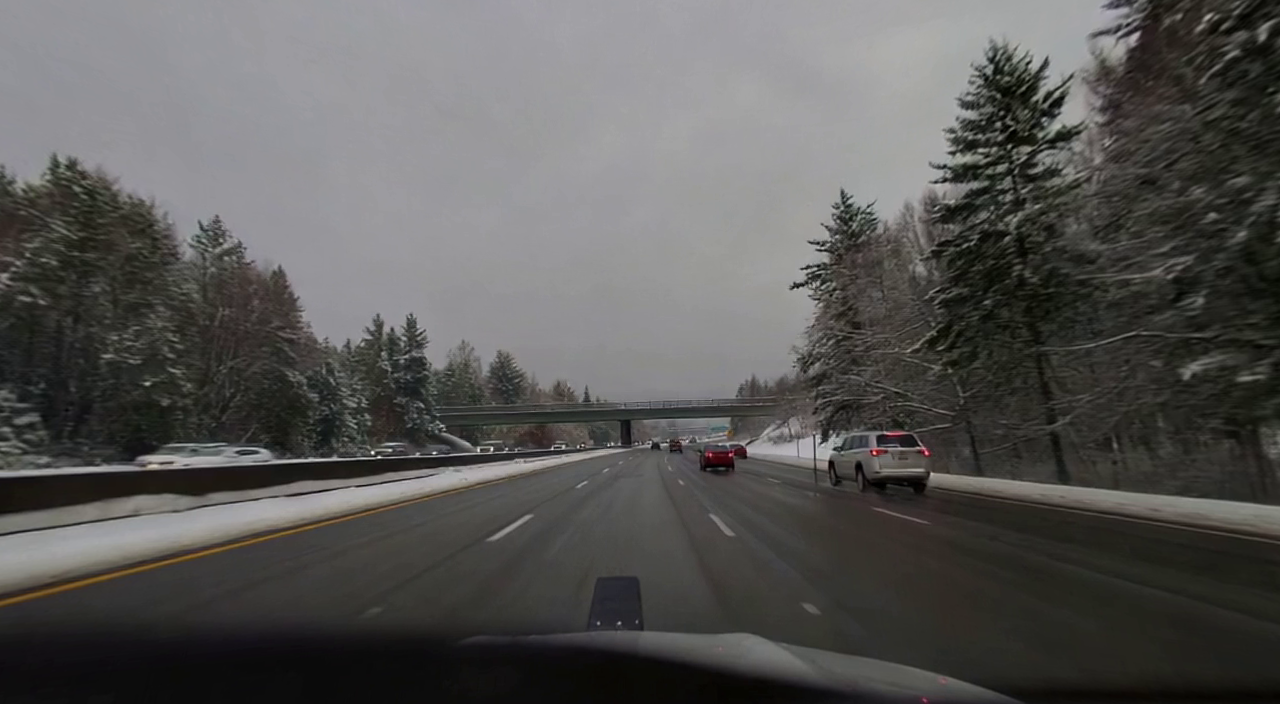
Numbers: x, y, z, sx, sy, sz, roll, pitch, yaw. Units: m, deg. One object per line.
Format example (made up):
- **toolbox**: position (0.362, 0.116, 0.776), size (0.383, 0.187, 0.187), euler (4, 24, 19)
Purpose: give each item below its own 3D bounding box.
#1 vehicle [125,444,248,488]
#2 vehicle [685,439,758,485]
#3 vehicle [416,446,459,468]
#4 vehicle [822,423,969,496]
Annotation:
- **vehicle**: position (-19.308, 4.847, 27.196), size (1.984, 1.702, 4.437), euler (0, -9, 0)
- **vehicle**: position (2.805, 3.899, 22.669), size (1.981, 1.471, 4.342), euler (0, -9, -1)
- **vehicle**: position (-15.610, 8.104, 48.903), size (1.878, 1.609, 4.143), euler (-1, -9, 1)
- **vehicle**: position (7.071, 3.044, 18.207), size (2.087, 1.806, 4.946), euler (0, -9, -1)
